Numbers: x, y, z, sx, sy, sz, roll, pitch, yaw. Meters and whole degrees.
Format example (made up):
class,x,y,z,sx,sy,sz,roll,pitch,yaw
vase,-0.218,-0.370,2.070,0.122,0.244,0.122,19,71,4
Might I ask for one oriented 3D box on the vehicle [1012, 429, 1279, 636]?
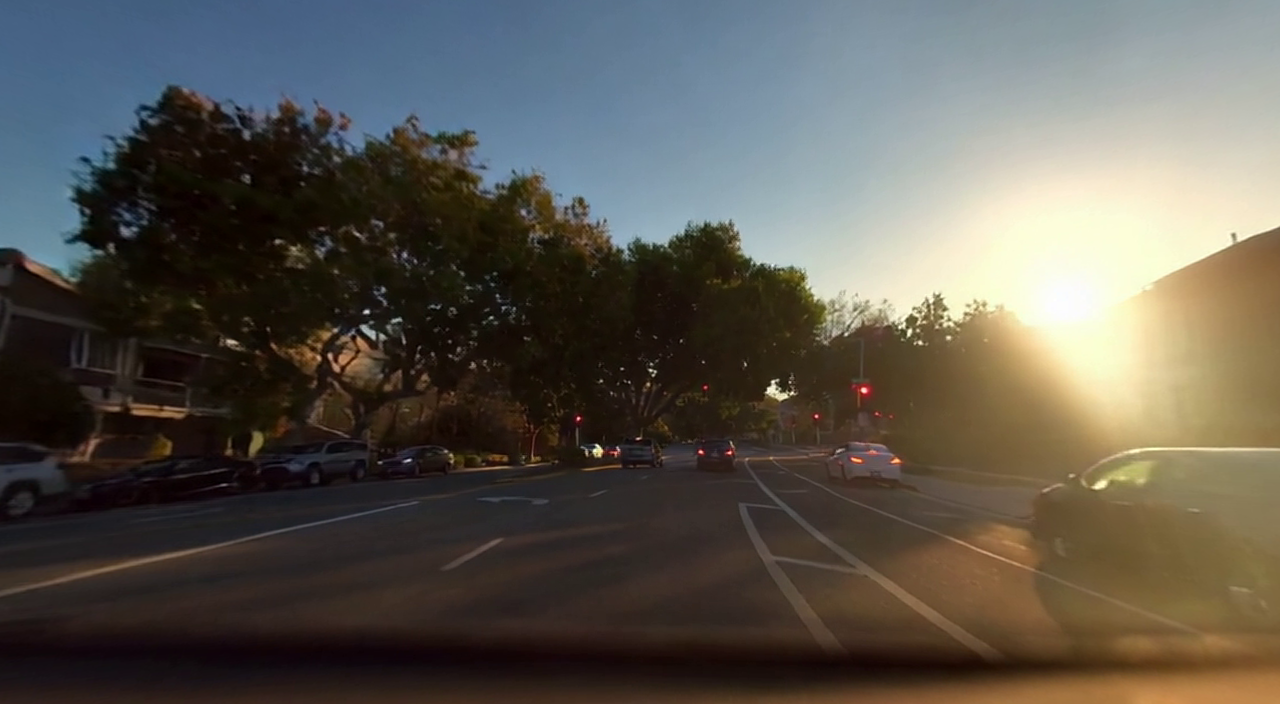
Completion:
class,x,y,z,sx,sy,sz,roll,pitch,yaw
vehicle,5.594,1.447,5.575,1.957,1.461,4.547,0,-8,2

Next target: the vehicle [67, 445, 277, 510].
class,x,y,z,sx,sy,sz,roll,pitch,yaw
vehicle,-12.142,3.243,16.875,1.809,1.469,4.485,-1,-8,7

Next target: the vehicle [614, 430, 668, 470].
class,x,y,z,sx,sy,sz,roll,pitch,yaw
vehicle,0.148,4.830,31.289,1.877,1.827,4.298,-2,-9,11

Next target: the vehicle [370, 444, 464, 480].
class,x,y,z,sx,sy,sz,roll,pitch,yaw
vehicle,-9.967,4.949,28.686,1.782,1.472,4.744,-2,-9,11

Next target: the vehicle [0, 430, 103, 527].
class,x,y,z,sx,sy,sz,roll,pitch,yaw
vehicle,-12.683,2.247,11.115,1.977,1.761,4.990,0,-8,1

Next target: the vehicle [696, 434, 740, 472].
class,x,y,z,sx,sy,sz,roll,pitch,yaw
vehicle,3.878,4.872,30.739,1.852,1.680,4.488,-2,-9,10

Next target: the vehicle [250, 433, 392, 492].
class,x,y,z,sx,sy,sz,roll,pitch,yaw
vehicle,-11.196,3.891,22.702,2.115,1.853,4.745,-1,-8,8

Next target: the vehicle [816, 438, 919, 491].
class,x,y,z,sx,sy,sz,roll,pitch,yaw
vehicle,7.234,3.595,20.686,2.104,1.489,4.962,-1,-8,7
